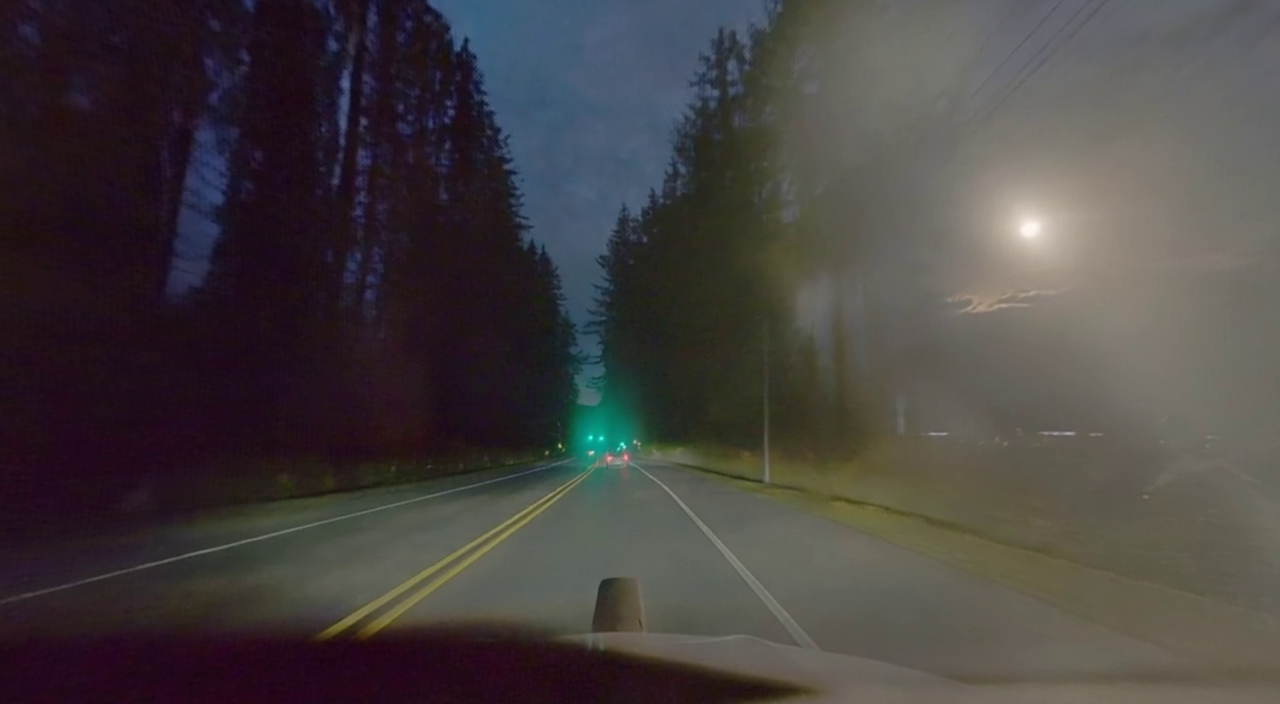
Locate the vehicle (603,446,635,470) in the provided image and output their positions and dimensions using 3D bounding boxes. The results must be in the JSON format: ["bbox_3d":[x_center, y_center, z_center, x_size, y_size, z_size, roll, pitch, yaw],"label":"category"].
[{"bbox_3d":[-1.387,6.991,41.752,2.042,1.489,3.963,0,-9,-2],"label":"vehicle"}]
